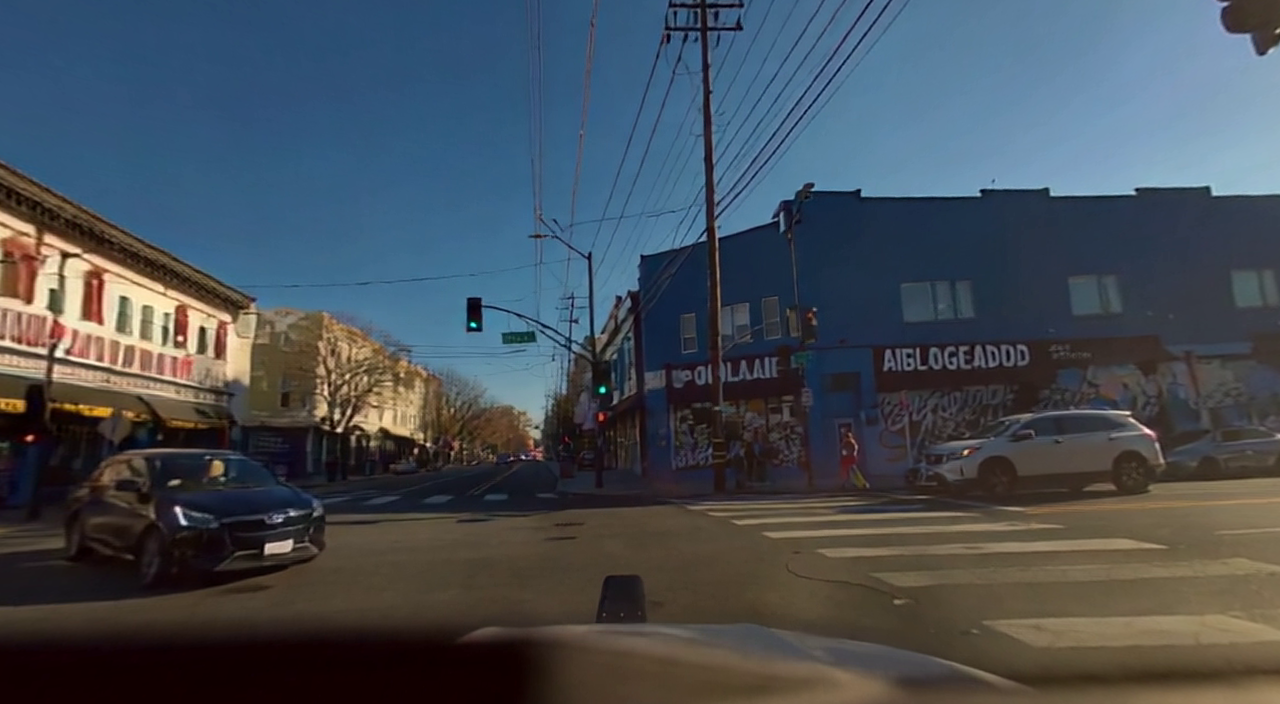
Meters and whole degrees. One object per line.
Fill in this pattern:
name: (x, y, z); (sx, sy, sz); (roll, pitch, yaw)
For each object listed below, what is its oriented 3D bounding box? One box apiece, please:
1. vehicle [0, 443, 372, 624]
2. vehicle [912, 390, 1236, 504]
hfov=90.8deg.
vehicle: (-5.436, 1.805, 7.309); (4.439, 1.457, 2.097); (-6, -10, 33)
vehicle: (8.503, 1.884, 12.686); (4.970, 1.972, 2.372); (1, -9, -11)
